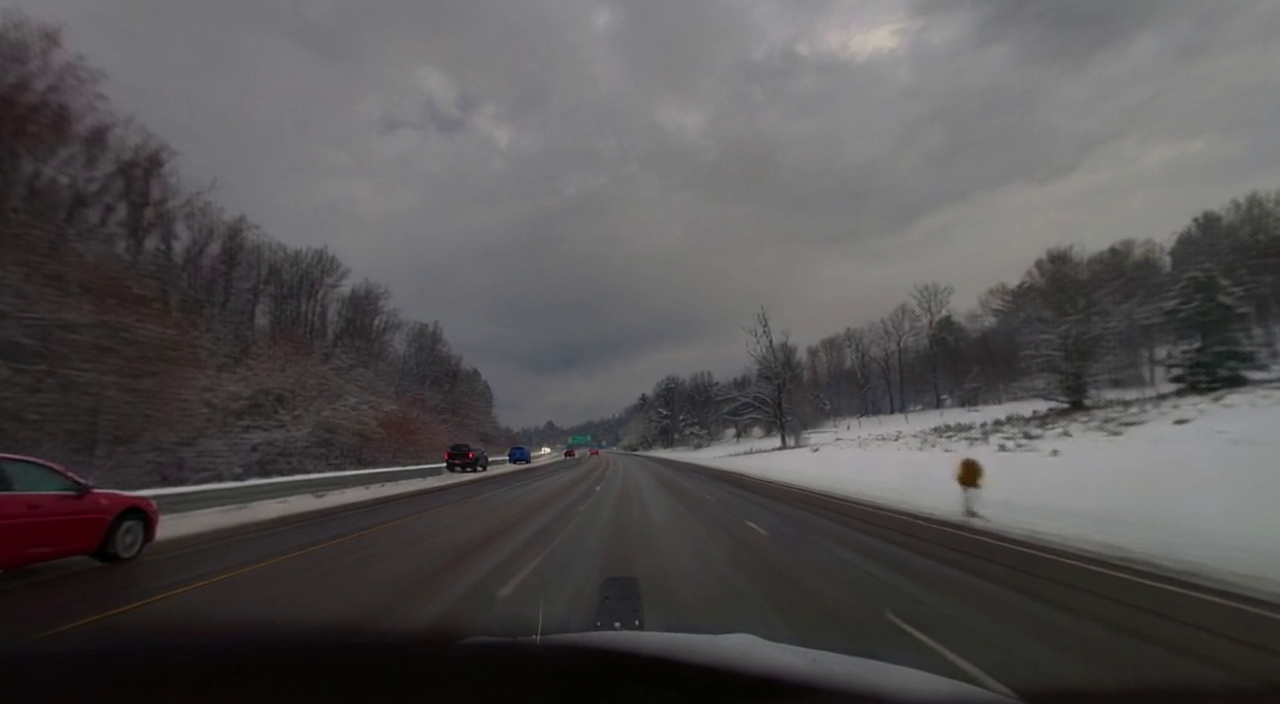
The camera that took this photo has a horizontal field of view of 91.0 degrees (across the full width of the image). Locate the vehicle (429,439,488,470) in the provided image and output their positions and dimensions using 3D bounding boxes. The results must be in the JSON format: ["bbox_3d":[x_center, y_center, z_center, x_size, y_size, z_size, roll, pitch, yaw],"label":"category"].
[{"bbox_3d":[-12.071,6.834,42.275,2.425,1.926,5.584,0,-9,-2],"label":"vehicle"}]

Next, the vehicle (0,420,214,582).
[{"bbox_3d":[-7.450,1.586,6.939,2.133,1.586,4.869,0,-9,-1],"label":"vehicle"}]

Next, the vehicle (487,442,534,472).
[{"bbox_3d":[-7.827,6.374,38.402,2.060,1.680,4.255,0,-9,-2],"label":"vehicle"}]
